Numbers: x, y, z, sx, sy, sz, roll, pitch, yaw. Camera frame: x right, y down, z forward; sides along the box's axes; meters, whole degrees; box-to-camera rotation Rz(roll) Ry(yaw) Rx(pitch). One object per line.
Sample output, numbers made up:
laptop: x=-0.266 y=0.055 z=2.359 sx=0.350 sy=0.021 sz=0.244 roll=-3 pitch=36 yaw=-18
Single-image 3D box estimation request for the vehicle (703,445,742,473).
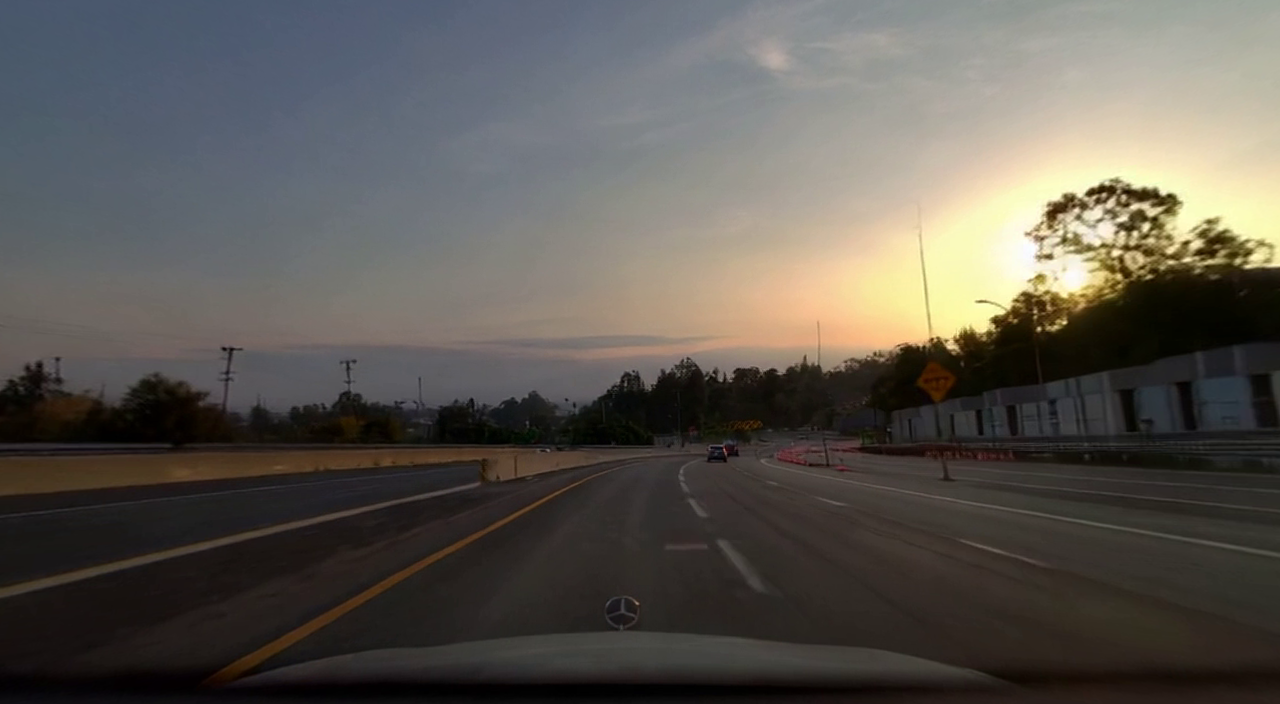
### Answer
vehicle: x=4.720 y=6.170 z=36.779 sx=1.874 sy=1.506 sz=4.116 roll=0 pitch=-8 yaw=2
